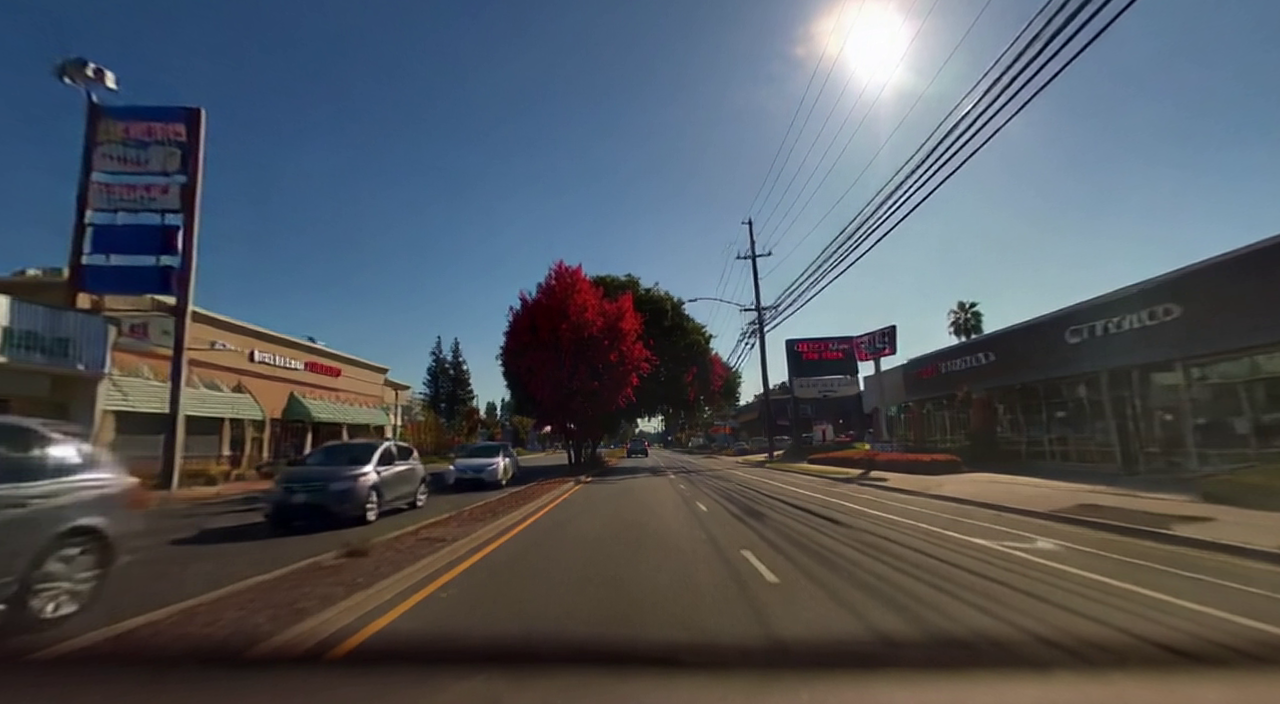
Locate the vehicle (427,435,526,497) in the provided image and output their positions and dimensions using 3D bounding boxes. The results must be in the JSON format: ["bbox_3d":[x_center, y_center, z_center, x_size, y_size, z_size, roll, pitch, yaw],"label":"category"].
[{"bbox_3d":[-5.056,3.539,20.169,1.993,1.680,4.386,-2,-8,0],"label":"vehicle"}]

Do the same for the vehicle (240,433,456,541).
[{"bbox_3d":[-5.063,2.349,11.839,1.909,1.524,4.614,-2,-8,0],"label":"vehicle"}]

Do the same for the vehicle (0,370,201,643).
[{"bbox_3d":[-5.467,1.008,3.738,2.278,1.828,4.970,-2,-8,-1],"label":"vehicle"}]
